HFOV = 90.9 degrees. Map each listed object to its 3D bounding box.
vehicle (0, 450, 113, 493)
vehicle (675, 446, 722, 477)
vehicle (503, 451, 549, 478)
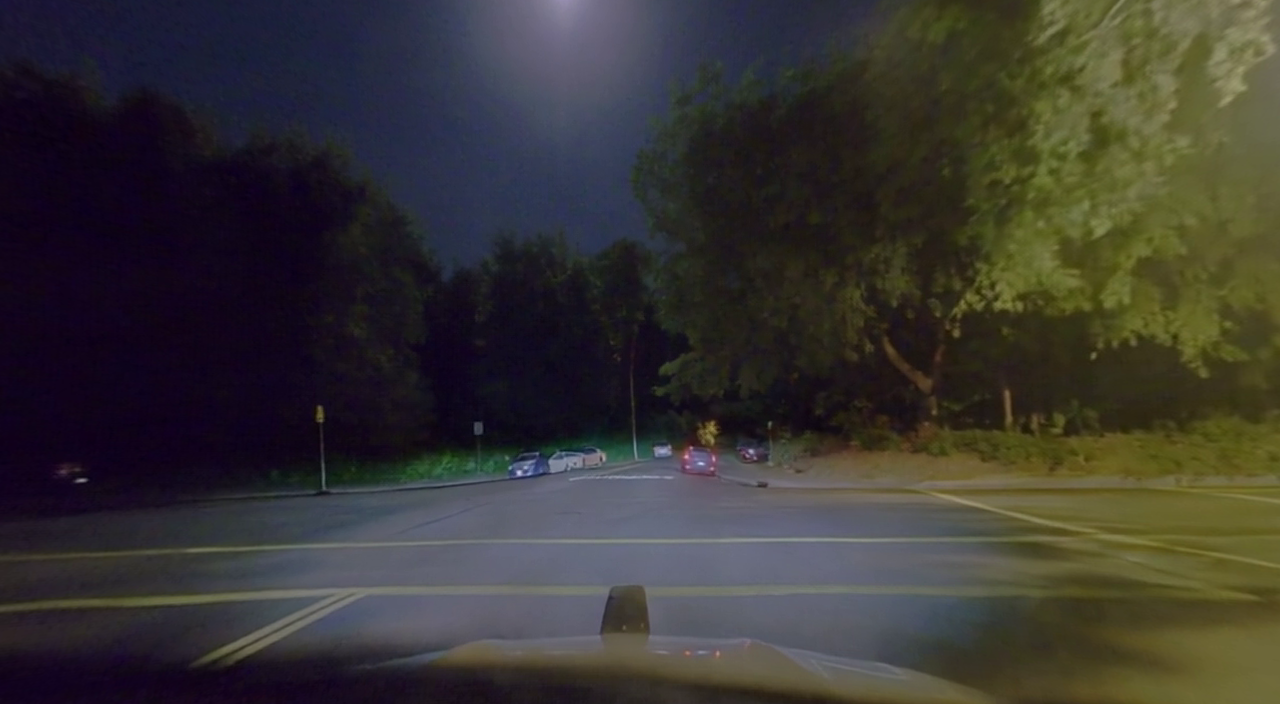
[{"bbox_3d":[-26.781,5.313,28.265,4.986,1.796,2.066,-2,-8,14],"label":"vehicle"},{"bbox_3d":[2.952,5.661,32.885,2.051,1.461,4.100,0,-8,0],"label":"vehicle"},{"bbox_3d":[-6.882,6.833,38.523,2.102,1.507,4.049,0,-8,-1],"label":"vehicle"}]
